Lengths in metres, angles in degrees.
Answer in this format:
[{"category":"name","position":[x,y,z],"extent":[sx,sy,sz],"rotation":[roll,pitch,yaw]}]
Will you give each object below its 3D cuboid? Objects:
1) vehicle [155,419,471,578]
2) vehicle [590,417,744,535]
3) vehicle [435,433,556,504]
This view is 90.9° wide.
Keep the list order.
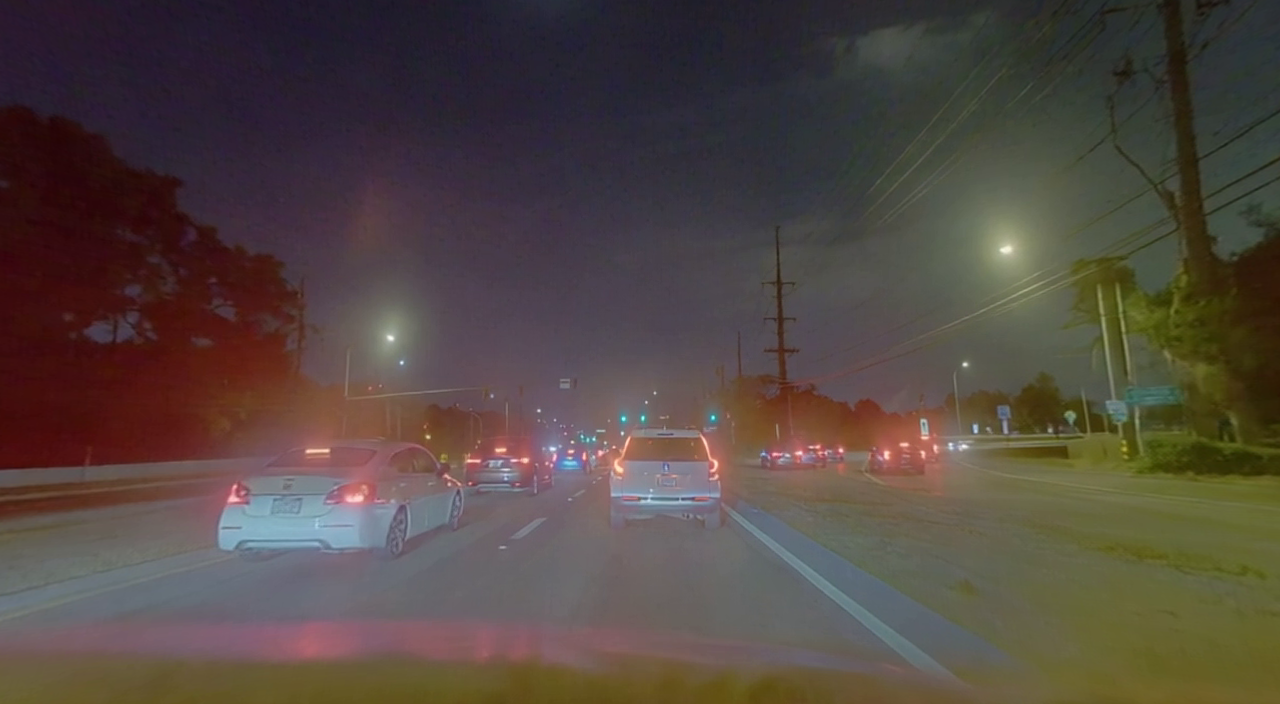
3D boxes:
[{"category":"vehicle","position":[-3.806,1.765,8.346],"extent":[1.999,1.563,4.007],"rotation":[0,-9,0]},{"category":"vehicle","position":[0.436,2.087,11.116],"extent":[2.205,1.691,3.937],"rotation":[0,-9,1]},{"category":"vehicle","position":[-3.634,3.038,16.846],"extent":[2.018,1.621,4.441],"rotation":[-1,-9,2]}]
